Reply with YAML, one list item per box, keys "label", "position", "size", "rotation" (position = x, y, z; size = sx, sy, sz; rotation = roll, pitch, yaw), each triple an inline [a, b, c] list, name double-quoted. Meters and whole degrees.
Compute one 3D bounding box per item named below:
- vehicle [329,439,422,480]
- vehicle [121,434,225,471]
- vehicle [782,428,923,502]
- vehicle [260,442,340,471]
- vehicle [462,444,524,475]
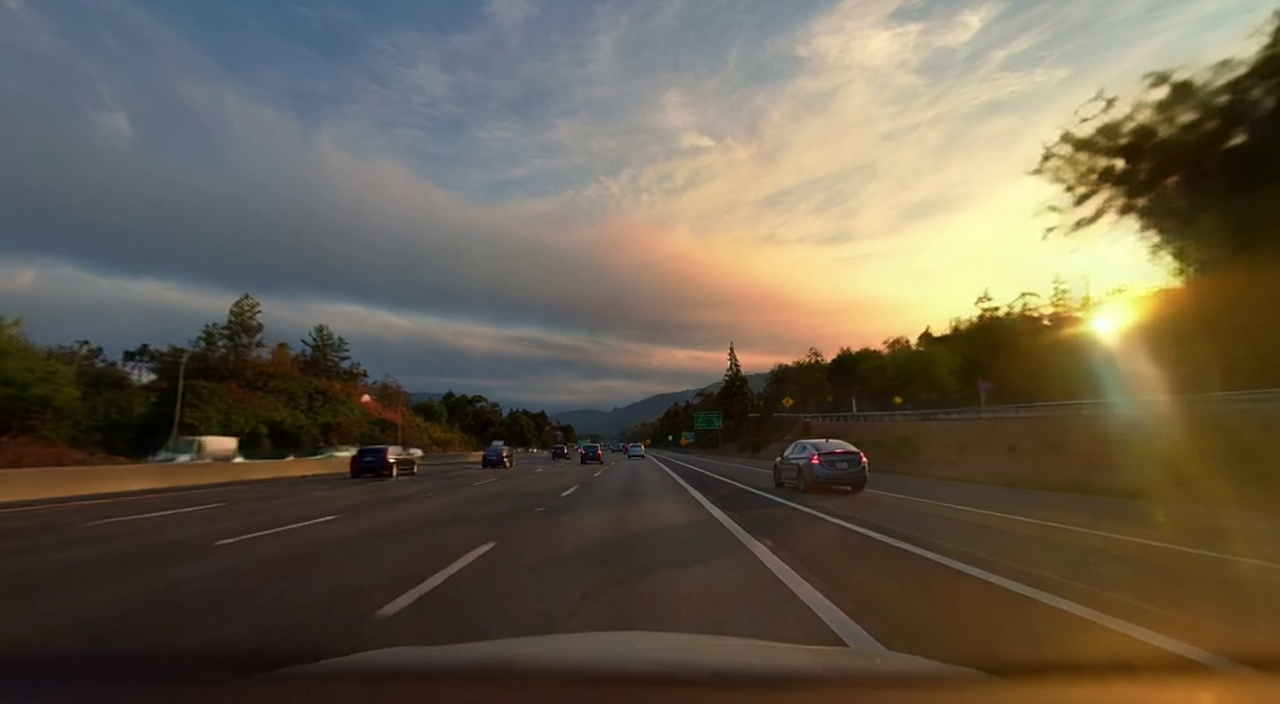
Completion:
- label: "vehicle"
  position: [-11.440, 4.675, 27.636]
  size: [2.107, 1.628, 4.446]
  rotation: [0, -9, 1]
- label: "vehicle"
  position: [-25.169, 5.446, 34.223]
  size: [2.038, 1.812, 4.691]
  rotation: [0, -9, 0]
- label: "vehicle"
  position: [5.805, 3.173, 18.058]
  size: [2.259, 1.816, 4.862]
  rotation: [0, -9, -1]
- label: "vehicle"
  position: [-21.291, 6.573, 39.727]
  size: [2.030, 1.647, 5.293]
  rotation: [0, -9, 1]
- label: "vehicle"
  position: [-7.515, 5.552, 32.718]
  size: [2.071, 1.486, 4.703]
  rotation: [0, -9, 1]
